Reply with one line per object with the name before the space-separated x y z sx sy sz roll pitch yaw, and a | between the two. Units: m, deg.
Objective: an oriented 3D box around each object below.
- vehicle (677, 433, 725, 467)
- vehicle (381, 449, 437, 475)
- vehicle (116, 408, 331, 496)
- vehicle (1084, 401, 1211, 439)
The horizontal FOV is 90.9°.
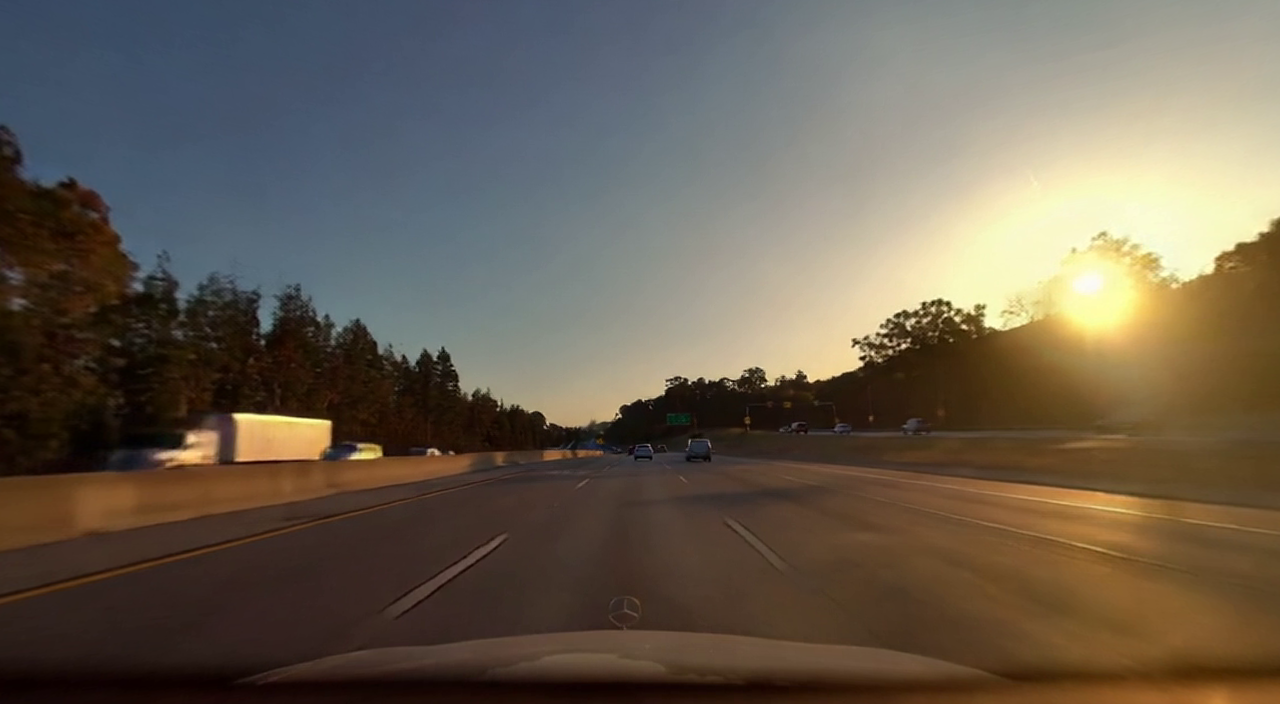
vehicle | 3.958 6.476 41.743 2.505 2.020 5.532 0 -8 -1
vehicle | -14.520 6.925 39.845 1.844 1.496 4.305 -1 -8 1
vehicle | -18.842 4.690 29.935 2.974 3.380 10.472 -1 -9 1
vehicle | 21.472 2.974 26.973 1.872 1.459 4.502 -1 -8 3
